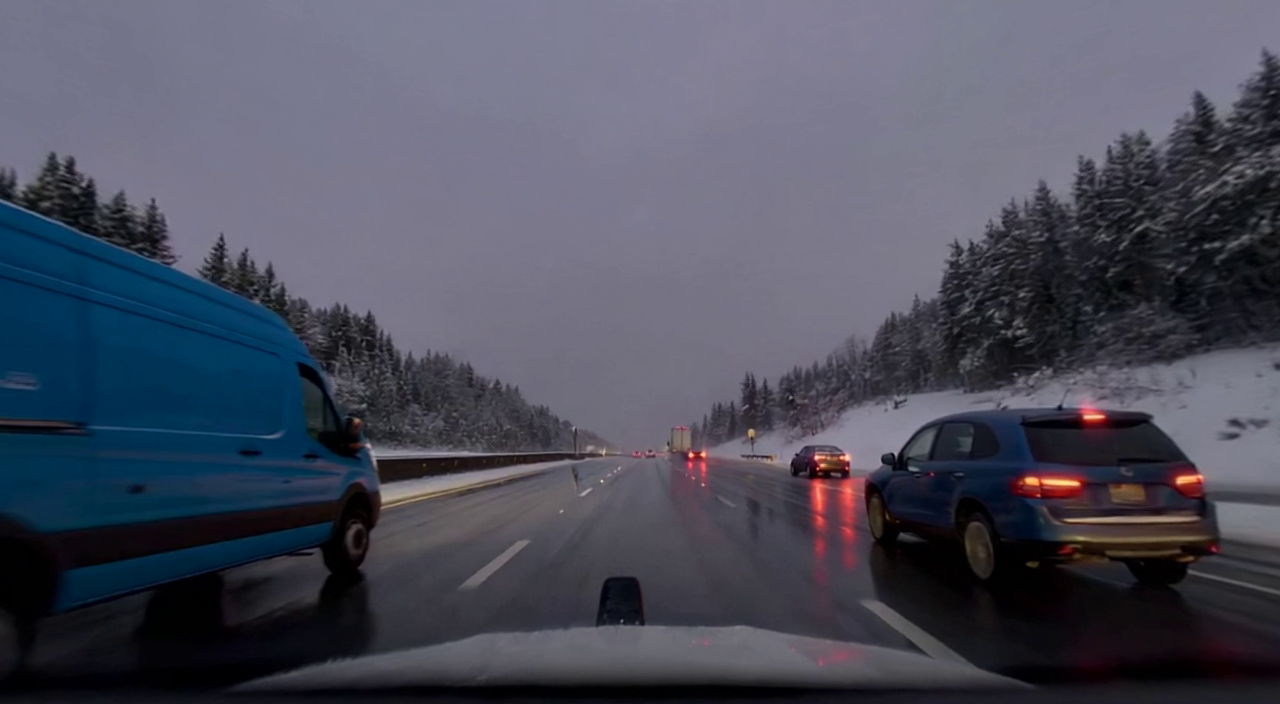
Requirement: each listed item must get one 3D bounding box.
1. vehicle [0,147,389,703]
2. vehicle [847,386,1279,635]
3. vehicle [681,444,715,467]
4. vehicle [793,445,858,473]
[{"bbox_3d":[-4.027,0.573,3.642,2.380,2.648,6.879,0,-9,-1],"label":"vehicle"},{"bbox_3d":[4.132,1.464,6.841,2.025,1.706,4.797,0,-9,-1],"label":"vehicle"},{"bbox_3d":[4.390,7.880,48.286,2.066,1.638,4.158,0,-9,-1],"label":"vehicle"},{"bbox_3d":[10.517,6.085,36.105,1.838,1.490,4.460,1,-9,-8],"label":"vehicle"}]
